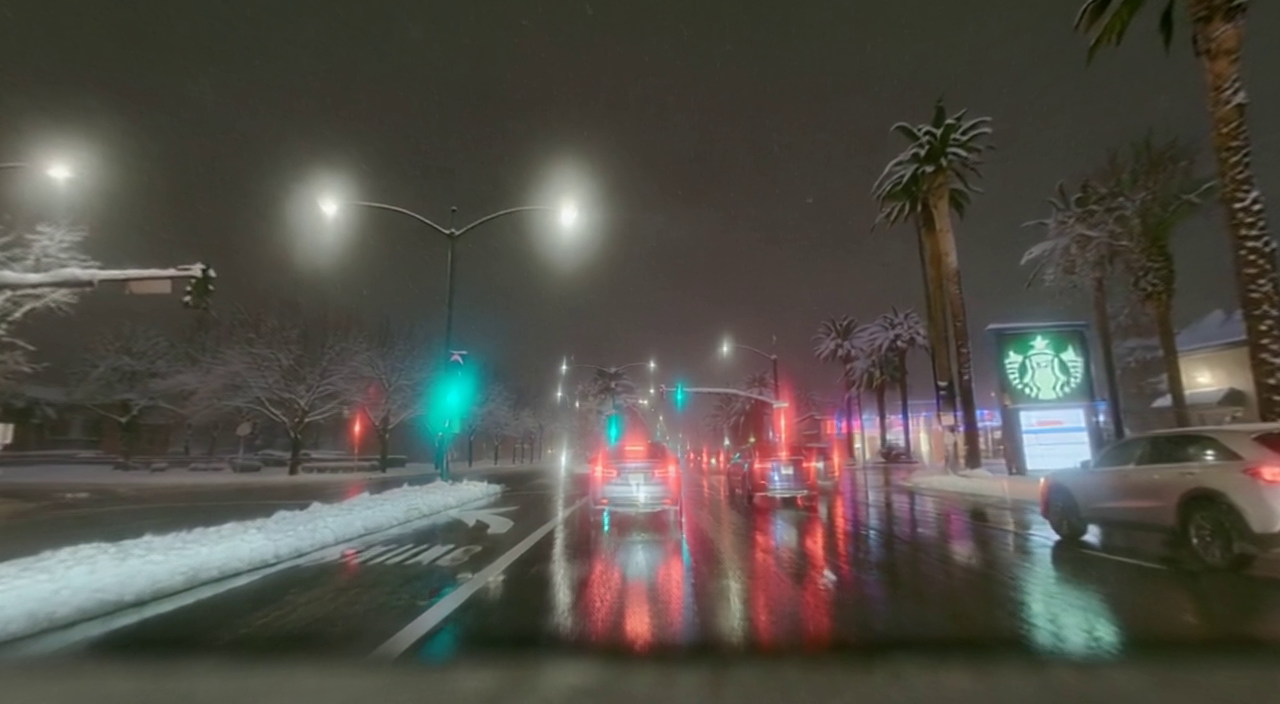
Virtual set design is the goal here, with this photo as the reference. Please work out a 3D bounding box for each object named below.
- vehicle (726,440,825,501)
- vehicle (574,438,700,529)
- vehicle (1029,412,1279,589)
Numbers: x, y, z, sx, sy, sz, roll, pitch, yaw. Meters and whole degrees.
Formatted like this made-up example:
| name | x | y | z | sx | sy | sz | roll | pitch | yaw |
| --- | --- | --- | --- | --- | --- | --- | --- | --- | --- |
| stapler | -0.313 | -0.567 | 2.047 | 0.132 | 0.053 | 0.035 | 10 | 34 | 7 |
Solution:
| name | x | y | z | sx | sy | sz | roll | pitch | yaw |
| --- | --- | --- | --- | --- | --- | --- | --- | --- | --- |
| vehicle | 3.770 | 3.361 | 18.366 | 1.892 | 1.532 | 4.177 | 0 | -8 | -1 |
| vehicle | -0.091 | 2.492 | 12.569 | 2.110 | 1.487 | 3.873 | 0 | -8 | -1 |
| vehicle | 7.056 | 1.658 | 7.680 | 1.940 | 1.674 | 4.085 | 0 | -8 | -1 |
